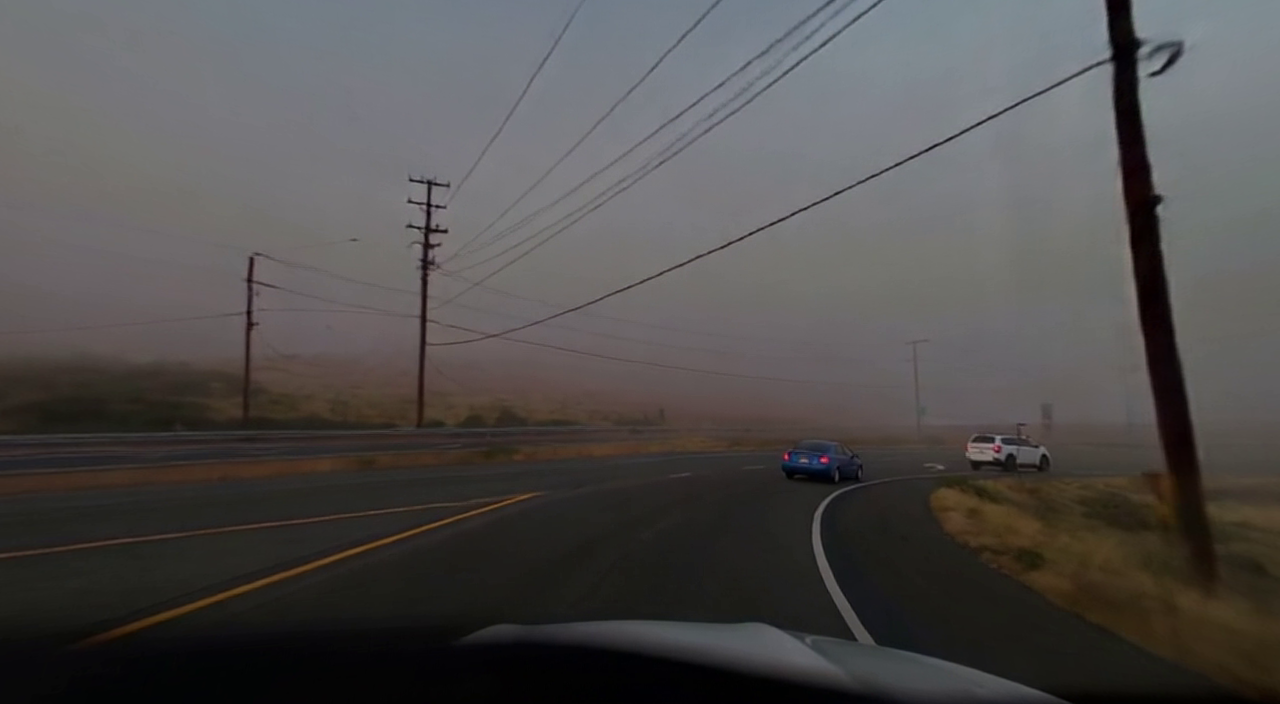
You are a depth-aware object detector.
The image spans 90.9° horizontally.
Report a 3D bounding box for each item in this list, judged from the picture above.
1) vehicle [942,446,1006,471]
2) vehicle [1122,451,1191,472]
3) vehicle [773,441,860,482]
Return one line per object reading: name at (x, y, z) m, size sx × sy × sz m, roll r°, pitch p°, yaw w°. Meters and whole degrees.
vehicle at (21.200, 6.693, 39.953) m, size 4.307 × 1.465 × 1.836 m, roll 6°, pitch -10°, yaw -36°
vehicle at (39.154, 8.285, 47.843) m, size 4.102 × 1.552 × 1.931 m, roll 2°, pitch -9°, yaw -15°
vehicle at (6.776, 4.090, 23.915) m, size 2.026 × 1.407 × 4.374 m, roll -5°, pitch -10°, yaw 31°
